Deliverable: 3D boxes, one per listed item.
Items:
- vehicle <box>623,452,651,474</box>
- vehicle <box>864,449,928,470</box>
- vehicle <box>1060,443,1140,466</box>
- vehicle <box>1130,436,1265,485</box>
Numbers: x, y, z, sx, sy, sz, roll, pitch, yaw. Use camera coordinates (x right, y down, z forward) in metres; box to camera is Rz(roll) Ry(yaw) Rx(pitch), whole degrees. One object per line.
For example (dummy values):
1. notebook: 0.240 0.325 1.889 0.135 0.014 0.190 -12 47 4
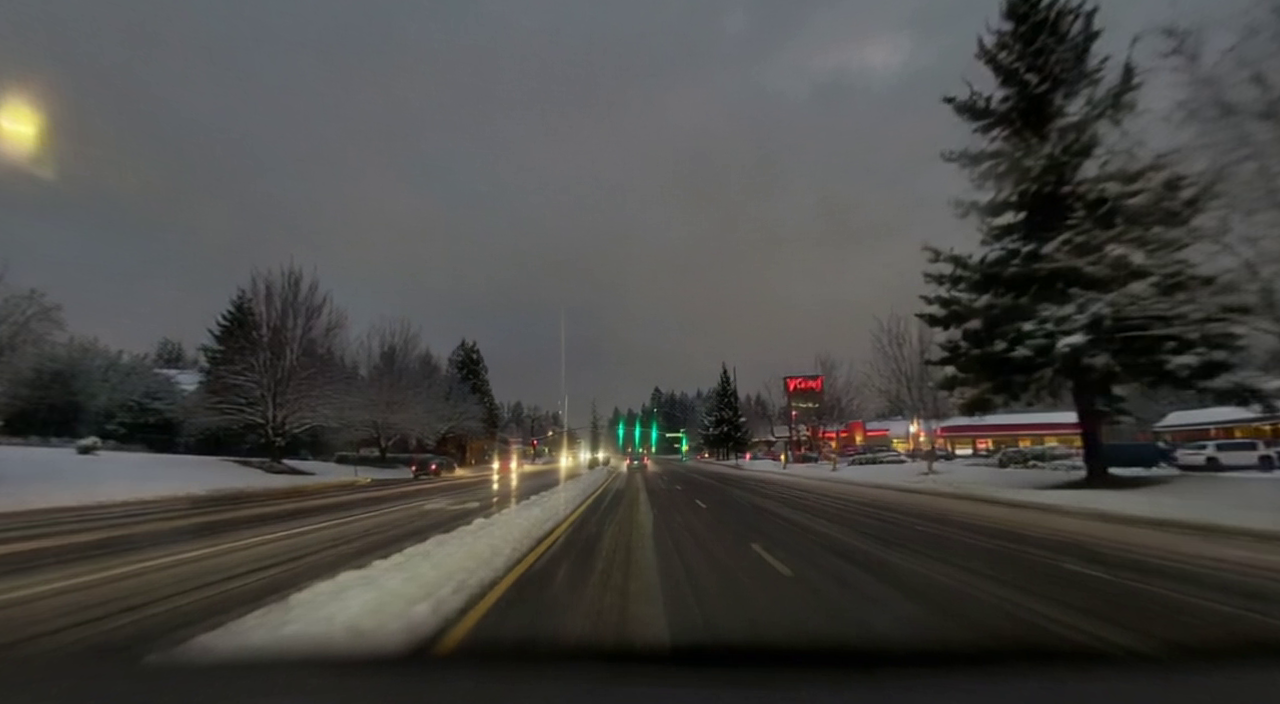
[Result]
1. vehicle: -0.226 8.505 48.615 2.065 1.521 4.306 0 -9 -1
2. vehicle: 19.623 8.205 48.384 4.333 1.532 2.037 4 -10 -24
3. vehicle: 32.374 7.218 44.556 3.999 1.581 1.975 0 -9 1
4. vehicle: 20.988 4.054 23.760 4.558 1.657 2.149 5 -10 -27
